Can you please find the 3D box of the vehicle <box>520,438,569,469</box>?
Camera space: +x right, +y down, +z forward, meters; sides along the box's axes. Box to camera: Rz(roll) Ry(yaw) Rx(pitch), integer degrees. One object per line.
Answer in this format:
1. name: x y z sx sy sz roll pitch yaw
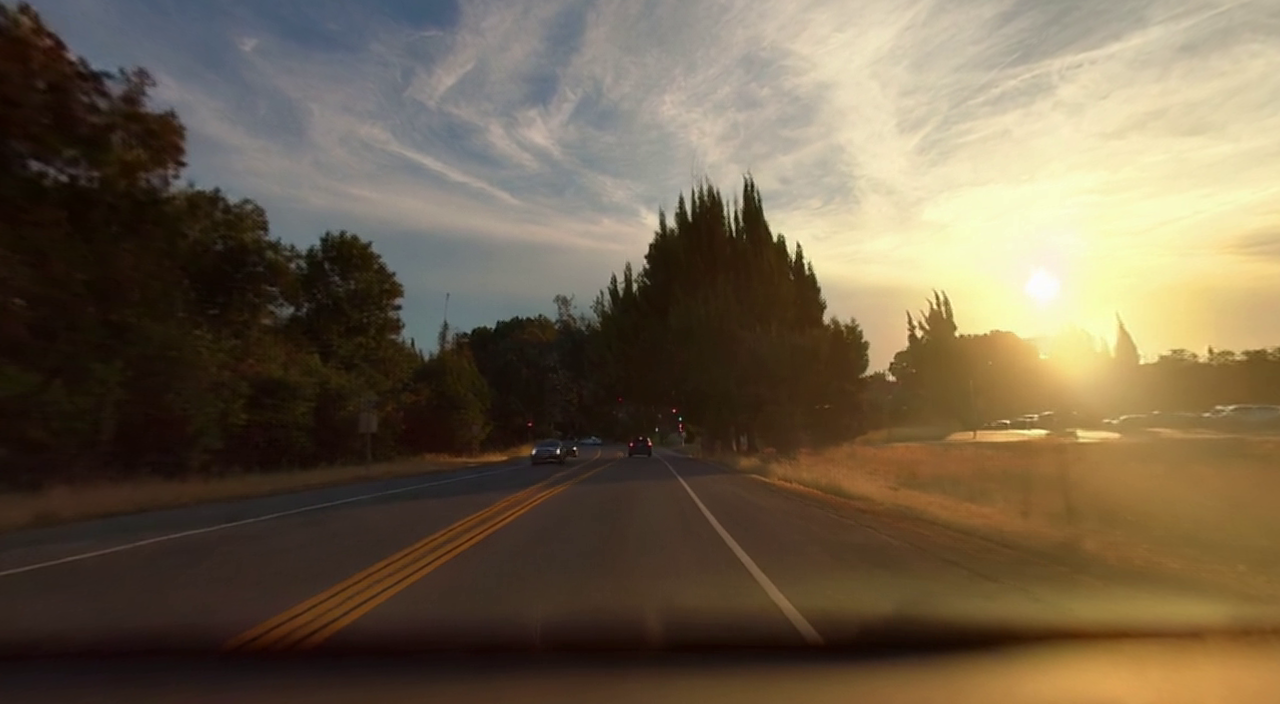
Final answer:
1. vehicle: -5.703 6.129 38.405 2.347 1.720 4.687 -1 -8 -1
